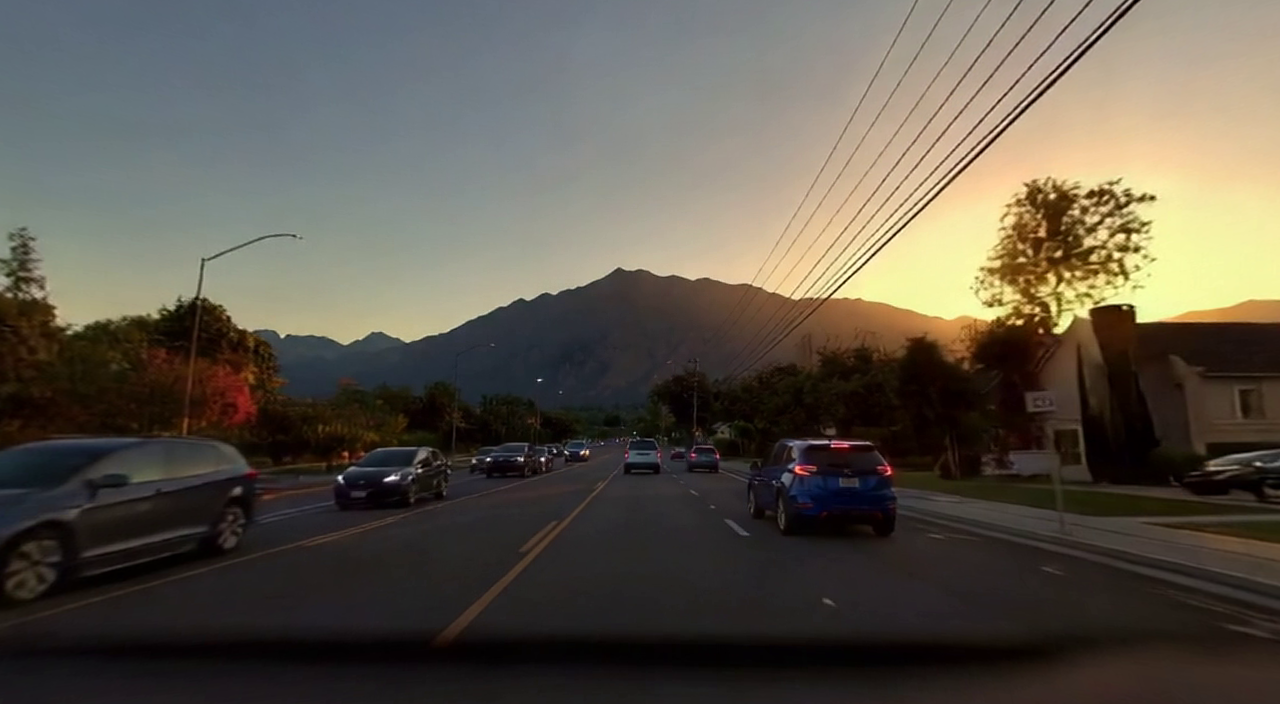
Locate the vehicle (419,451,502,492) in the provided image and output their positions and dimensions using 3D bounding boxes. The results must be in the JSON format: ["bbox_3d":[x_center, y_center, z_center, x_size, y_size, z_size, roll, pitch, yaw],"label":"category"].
[{"bbox_3d":[-6.463,4.326,23.152,1.770,1.305,4.258,0,-8,1],"label":"vehicle"}]

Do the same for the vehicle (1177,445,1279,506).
[{"bbox_3d":[17.202,3.189,16.368,4.656,1.461,1.955,0,-9,1],"label":"vehicle"}]

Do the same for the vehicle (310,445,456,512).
[{"bbox_3d":[-6.437,3.171,16.478,1.891,1.479,4.624,0,-8,0],"label":"vehicle"}]

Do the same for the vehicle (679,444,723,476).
[{"bbox_3d":[3.364,6.014,35.416,1.957,1.646,4.355,0,-8,-1],"label":"vehicle"}]

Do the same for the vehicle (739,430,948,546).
[{"bbox_3d":[3.320,2.313,11.533,2.155,1.658,4.721,0,-8,-1],"label":"vehicle"}]

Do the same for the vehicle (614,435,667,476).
[{"bbox_3d":[0.021,5.529,33.854,2.636,2.011,5.130,0,-8,0],"label":"vehicle"}]

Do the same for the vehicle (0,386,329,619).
[{"bbox_3d":[-6.221,1.611,7.718,1.993,1.884,5.481,0,-8,0],"label":"vehicle"}]

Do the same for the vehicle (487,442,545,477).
[{"bbox_3d":[-6.407,5.610,33.117,2.095,1.695,4.431,0,-8,0],"label":"vehicle"}]
